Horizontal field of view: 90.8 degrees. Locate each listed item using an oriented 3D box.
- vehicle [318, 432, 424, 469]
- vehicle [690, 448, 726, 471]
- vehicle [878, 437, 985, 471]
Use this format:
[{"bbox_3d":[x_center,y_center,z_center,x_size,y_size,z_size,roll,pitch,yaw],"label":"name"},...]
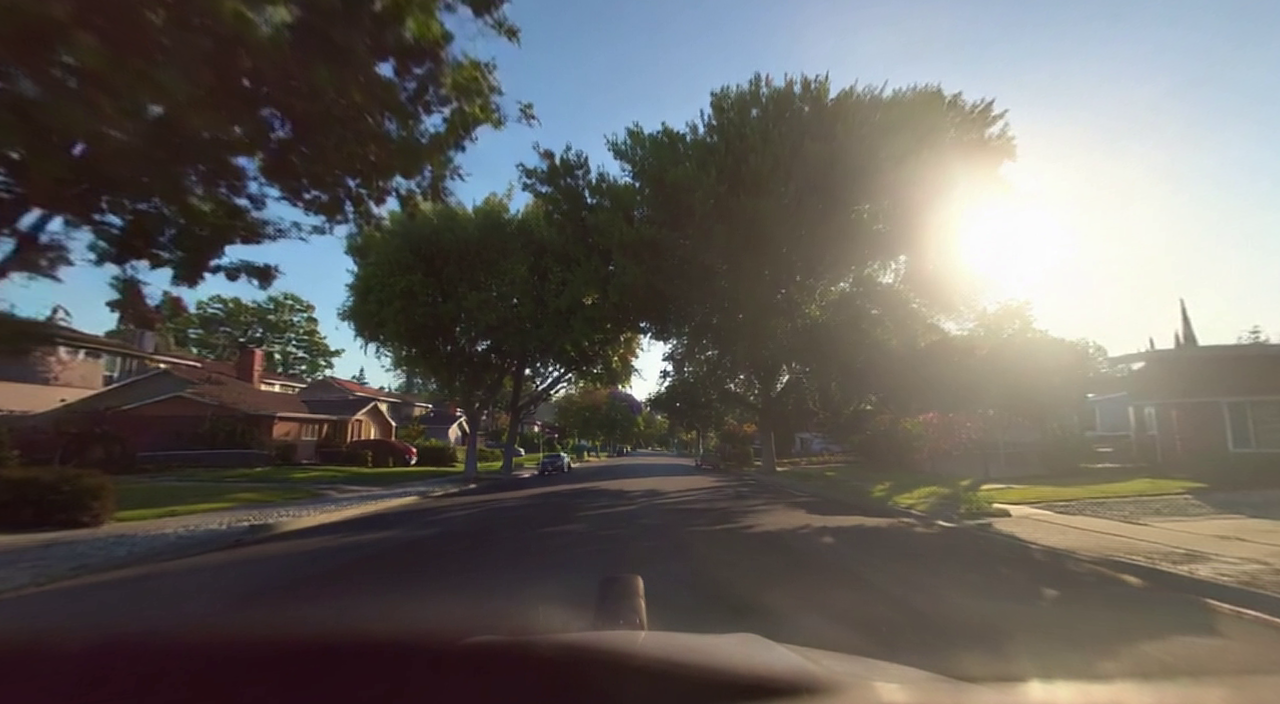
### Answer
[{"bbox_3d":[-15.257,5.661,35.972,5.003,1.805,2.041,10,-13,-37],"label":"vehicle"},{"bbox_3d":[4.692,7.479,44.134,1.893,1.454,4.219,0,-9,-1],"label":"vehicle"},{"bbox_3d":[14.280,4.964,31.001,4.391,1.555,1.953,1,-7,-12],"label":"vehicle"}]
